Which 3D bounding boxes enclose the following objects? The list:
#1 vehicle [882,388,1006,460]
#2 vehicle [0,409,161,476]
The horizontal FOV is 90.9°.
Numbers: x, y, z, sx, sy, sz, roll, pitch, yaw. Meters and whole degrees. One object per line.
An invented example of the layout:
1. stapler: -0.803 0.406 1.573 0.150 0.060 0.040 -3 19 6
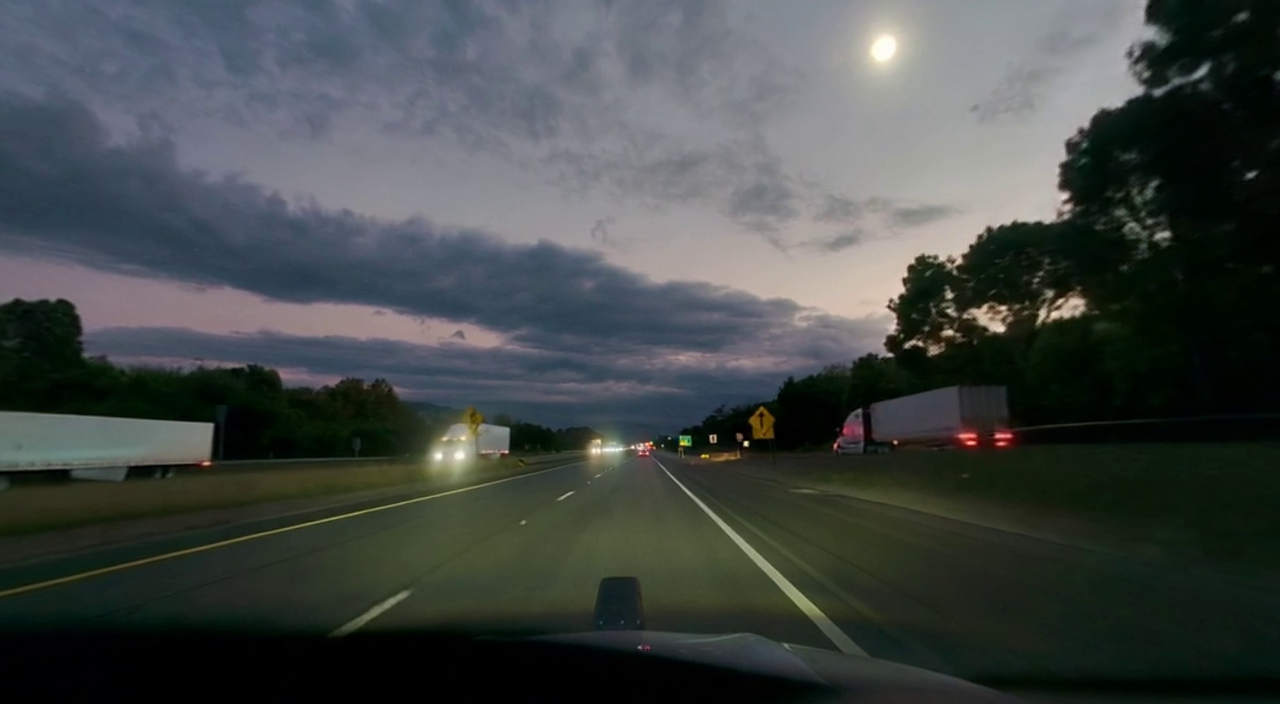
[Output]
1. vehicle: 19.261 4.817 40.859 2.763 4.126 9.013 1 -9 -5
2. vehicle: -38.567 5.705 39.328 2.898 3.855 17.999 0 -9 2
